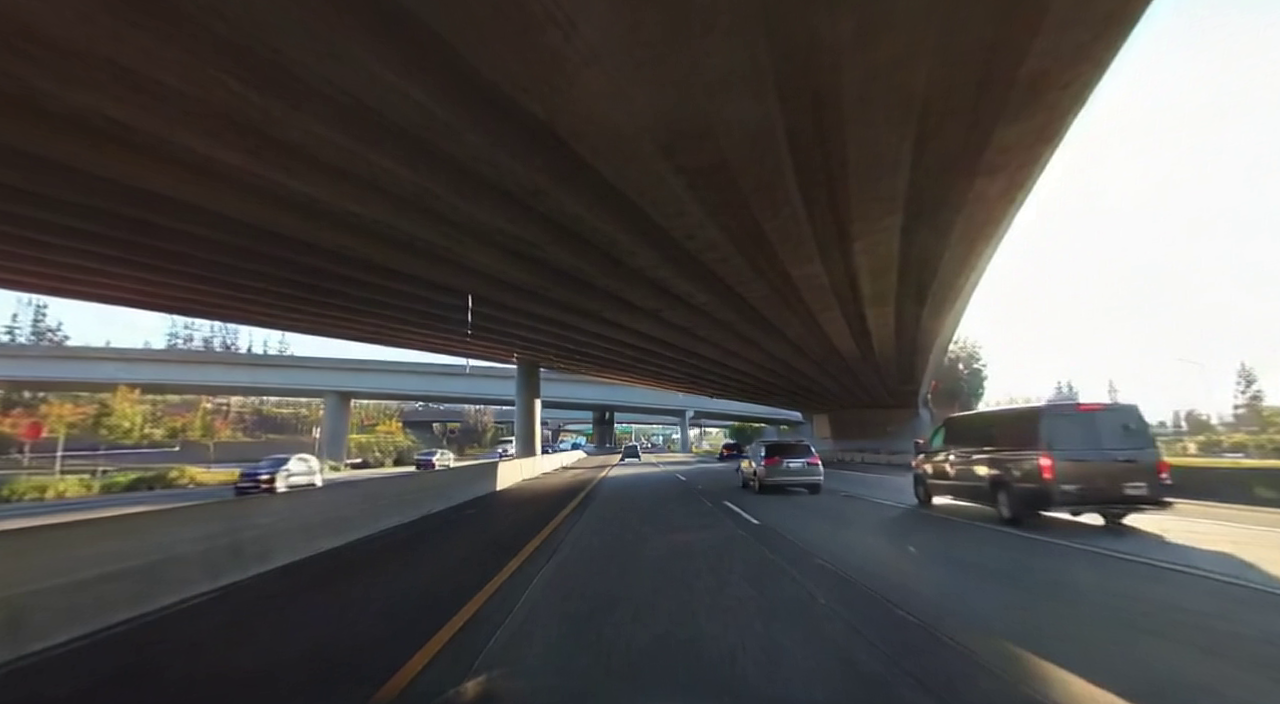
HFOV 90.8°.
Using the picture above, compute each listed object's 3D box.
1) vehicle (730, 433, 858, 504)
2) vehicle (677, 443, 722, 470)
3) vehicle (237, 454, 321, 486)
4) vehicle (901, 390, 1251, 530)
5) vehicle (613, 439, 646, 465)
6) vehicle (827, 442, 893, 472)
[{"bbox_3d":[3.806,2.977,16.655,2.005,1.585,4.863,0,-8,-2],"label":"vehicle"},{"bbox_3d":[3.384,6.018,36.586,1.967,1.423,4.503,0,-8,-2],"label":"vehicle"},{"bbox_3d":[-19.009,6.209,33.524,1.812,1.471,4.520,0,-8,0],"label":"vehicle"},{"bbox_3d":[7.648,2.023,12.311,2.448,2.042,5.959,0,-8,-1],"label":"vehicle"},{"bbox_3d":[-0.761,7.152,45.439,2.256,1.743,4.189,0,-8,-1],"label":"vehicle"},{"bbox_3d":[11.434,5.467,33.131,1.852,1.463,4.156,0,-8,-1],"label":"vehicle"}]
